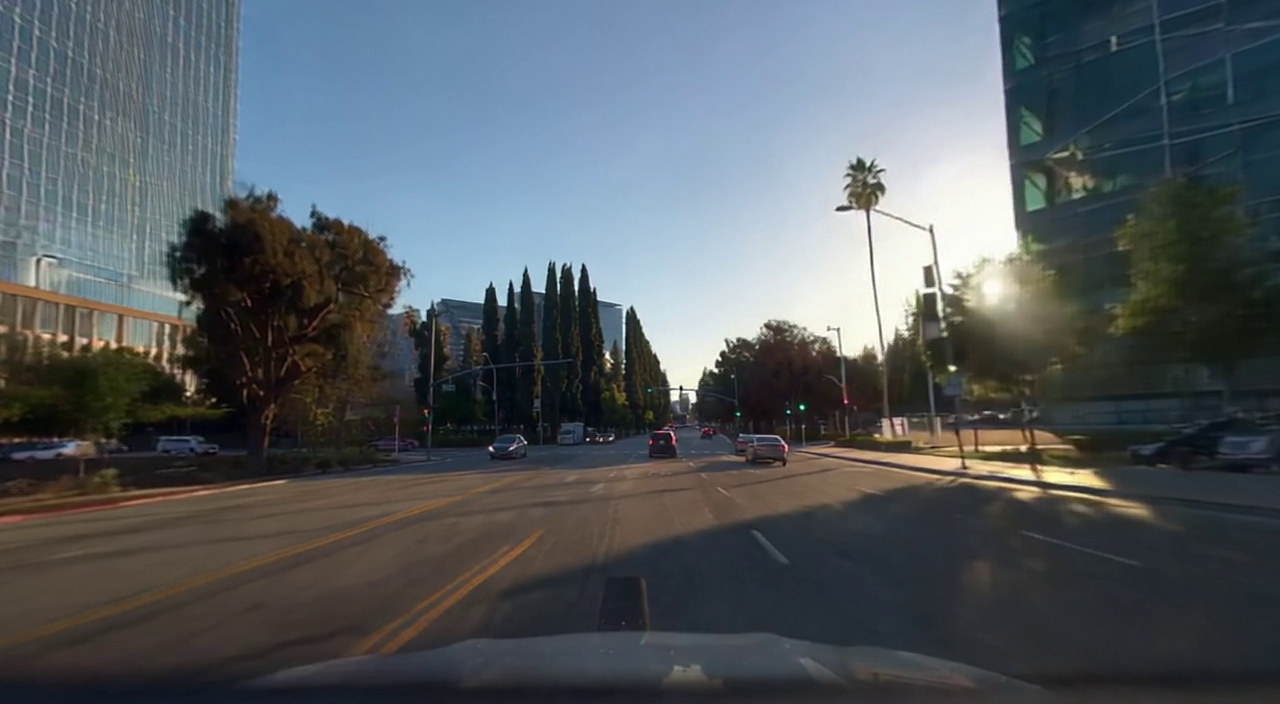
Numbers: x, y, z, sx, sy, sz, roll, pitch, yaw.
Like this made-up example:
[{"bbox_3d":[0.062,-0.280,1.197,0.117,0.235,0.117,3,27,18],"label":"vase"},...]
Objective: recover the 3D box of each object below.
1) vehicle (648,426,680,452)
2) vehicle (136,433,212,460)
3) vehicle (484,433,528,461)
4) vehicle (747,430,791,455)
[{"bbox_3d":[1.679,6.440,46.193,2.203,1.801,4.331,0,-8,0],"label":"vehicle"},{"bbox_3d":[-30.914,6.313,41.791,1.871,1.703,4.093,-1,-9,0],"label":"vehicle"},{"bbox_3d":[-8.395,6.007,39.737,2.016,1.677,4.147,0,-8,-3],"label":"vehicle"},{"bbox_3d":[7.917,5.631,38.846,1.896,1.463,4.296,0,-8,1],"label":"vehicle"}]
